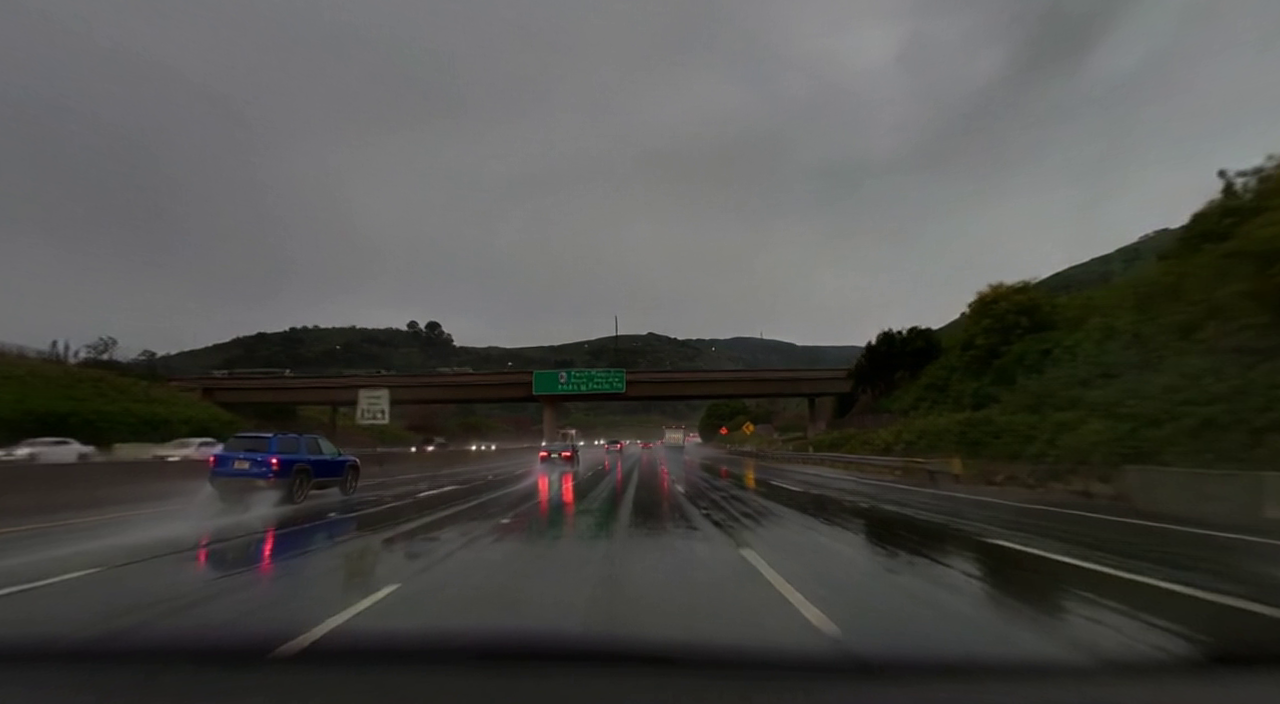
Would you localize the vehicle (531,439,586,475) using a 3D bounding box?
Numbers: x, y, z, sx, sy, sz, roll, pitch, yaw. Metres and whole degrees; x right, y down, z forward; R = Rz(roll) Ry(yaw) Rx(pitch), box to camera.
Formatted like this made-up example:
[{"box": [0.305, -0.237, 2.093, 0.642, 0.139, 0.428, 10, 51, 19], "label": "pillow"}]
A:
[{"box": [-3.706, 4.849, 29.373, 1.925, 1.509, 4.363, 0, -9, 1], "label": "vehicle"}]

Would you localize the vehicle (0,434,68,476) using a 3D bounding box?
[{"box": [-48.810, 7.921, 48.667, 3.144, 3.009, 6.492, 0, -9, 1], "label": "vehicle"}]

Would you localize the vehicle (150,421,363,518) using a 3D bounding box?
[{"box": [-7.733, 2.403, 13.339, 1.860, 1.694, 4.173, 0, -9, 0], "label": "vehicle"}]
